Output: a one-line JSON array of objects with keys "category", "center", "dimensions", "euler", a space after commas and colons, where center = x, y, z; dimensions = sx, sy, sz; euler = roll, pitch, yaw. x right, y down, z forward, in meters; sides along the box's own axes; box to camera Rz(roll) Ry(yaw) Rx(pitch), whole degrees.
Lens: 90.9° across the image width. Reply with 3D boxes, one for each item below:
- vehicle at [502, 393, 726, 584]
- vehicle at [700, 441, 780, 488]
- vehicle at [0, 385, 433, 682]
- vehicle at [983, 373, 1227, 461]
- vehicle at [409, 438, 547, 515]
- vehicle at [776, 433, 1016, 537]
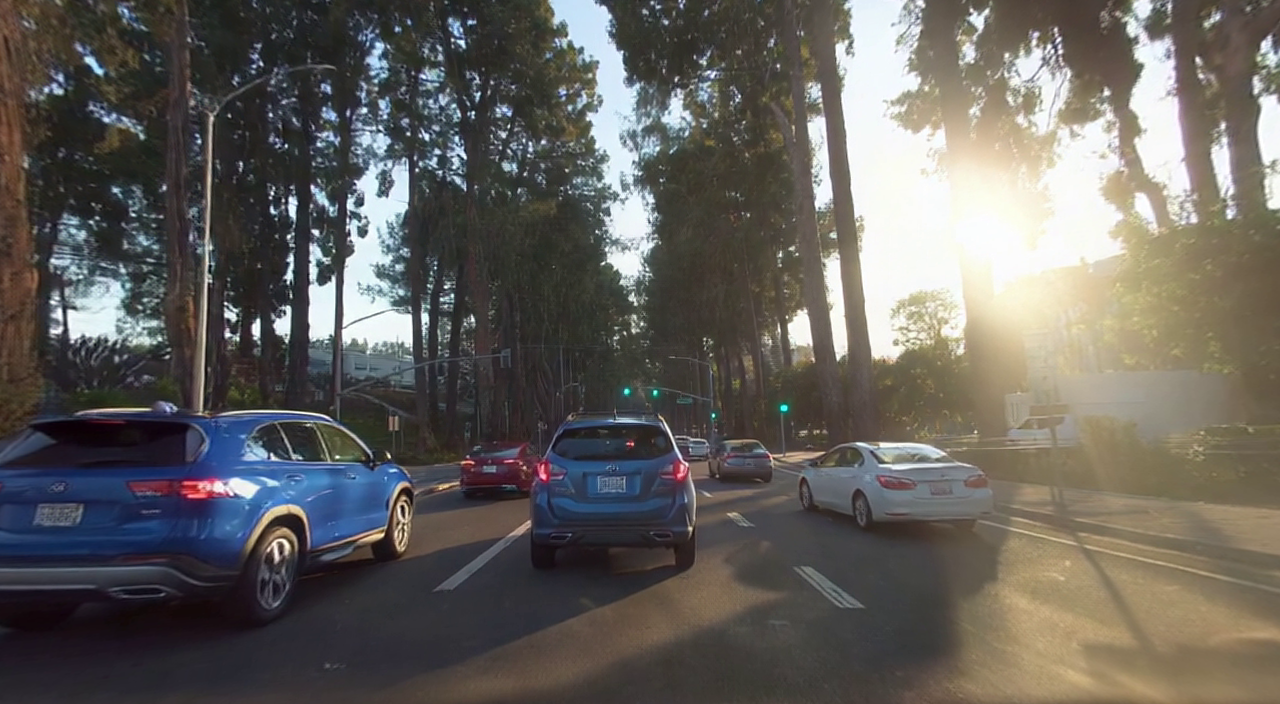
[{"category": "vehicle", "center": [-0.224, 1.639, 8.356], "dimensions": [2.132, 1.816, 4.471], "euler": [0, -8, 1]}, {"category": "vehicle", "center": [3.304, 3.823, 21.765], "dimensions": [1.996, 1.443, 4.270], "euler": [0, -8, -1]}, {"category": "vehicle", "center": [-3.702, 1.364, 5.858], "dimensions": [2.039, 1.709, 4.265], "euler": [0, -8, 1]}, {"category": "vehicle", "center": [17.858, 2.571, 24.573], "dimensions": [7.314, 3.230, 2.680], "euler": [0, -8, -2]}, {"category": "vehicle", "center": [-3.452, 2.728, 14.347], "dimensions": [1.897, 1.479, 4.204], "euler": [0, -8, 2]}, {"category": "vehicle", "center": [4.261, 2.276, 11.554], "dimensions": [2.036, 1.480, 4.659], "euler": [1, -8, -6]}]
